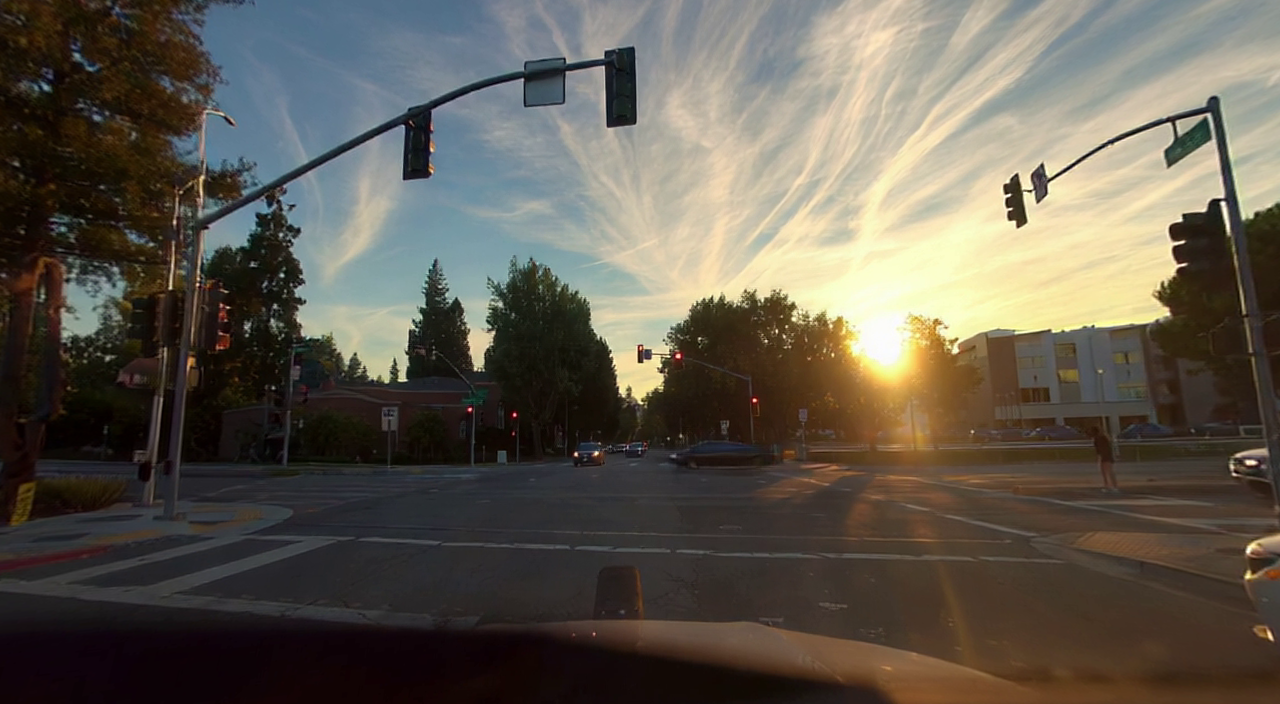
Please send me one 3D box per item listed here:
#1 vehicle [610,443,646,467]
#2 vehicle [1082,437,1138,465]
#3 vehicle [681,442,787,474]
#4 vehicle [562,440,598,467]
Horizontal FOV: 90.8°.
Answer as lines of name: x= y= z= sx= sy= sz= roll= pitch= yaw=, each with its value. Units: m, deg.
vehicle: x=-0.873 y=6.827 z=41.994 sx=2.056 sy=1.492 sz=3.937 roll=1 pitch=-9 yaw=-6
vehicle: x=26.952 y=5.659 z=36.159 sx=2.092 sy=1.474 sz=4.046 roll=-8 pitch=-11 yaw=40
vehicle: x=4.423 y=4.939 z=29.563 sx=4.628 sy=1.414 sz=1.897 roll=-3 pitch=-9 yaw=17
vehicle: x=-4.131 y=7.100 z=44.295 sx=2.251 sy=1.756 sz=4.610 roll=0 pitch=-9 yaw=-2
